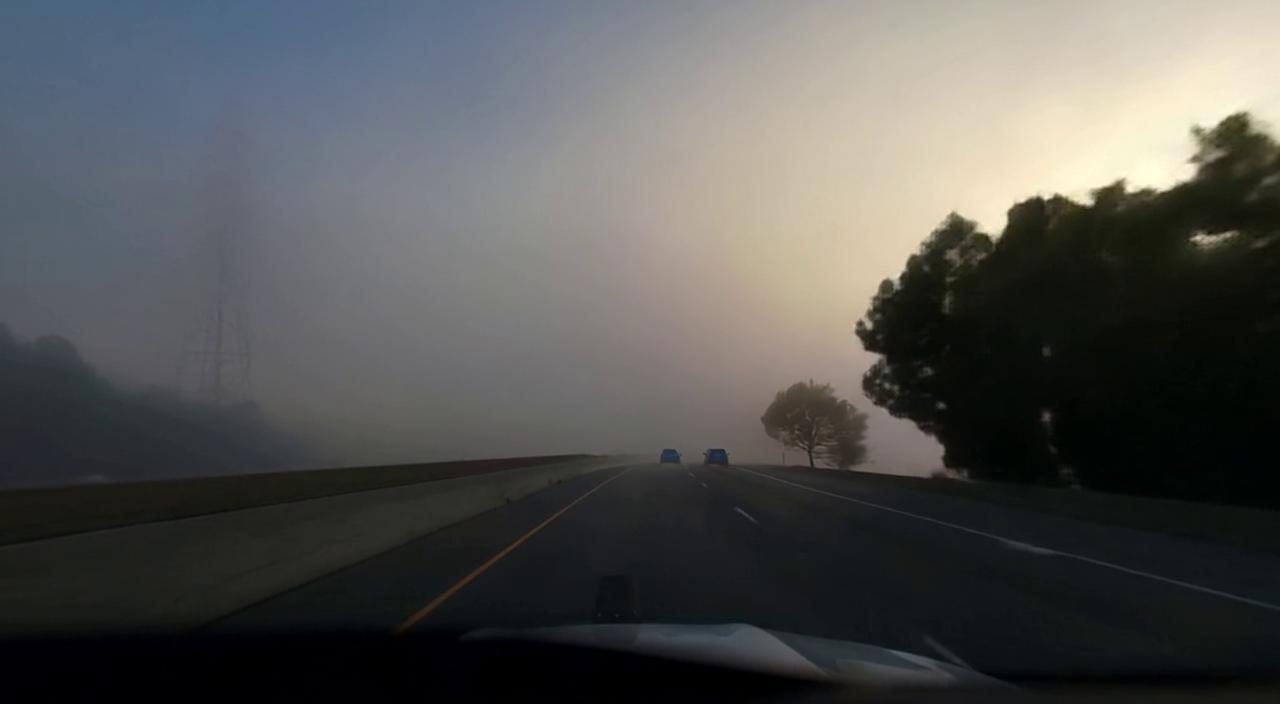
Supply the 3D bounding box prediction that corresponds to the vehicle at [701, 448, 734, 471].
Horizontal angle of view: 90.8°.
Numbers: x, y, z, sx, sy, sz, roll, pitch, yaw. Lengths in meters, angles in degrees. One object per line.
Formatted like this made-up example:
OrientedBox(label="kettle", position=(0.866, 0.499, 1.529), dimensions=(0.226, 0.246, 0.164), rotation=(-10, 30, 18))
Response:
OrientedBox(label="vehicle", position=(5.487, 7.647, 44.994), dimensions=(2.030, 1.526, 4.165), rotation=(0, -9, 3))
